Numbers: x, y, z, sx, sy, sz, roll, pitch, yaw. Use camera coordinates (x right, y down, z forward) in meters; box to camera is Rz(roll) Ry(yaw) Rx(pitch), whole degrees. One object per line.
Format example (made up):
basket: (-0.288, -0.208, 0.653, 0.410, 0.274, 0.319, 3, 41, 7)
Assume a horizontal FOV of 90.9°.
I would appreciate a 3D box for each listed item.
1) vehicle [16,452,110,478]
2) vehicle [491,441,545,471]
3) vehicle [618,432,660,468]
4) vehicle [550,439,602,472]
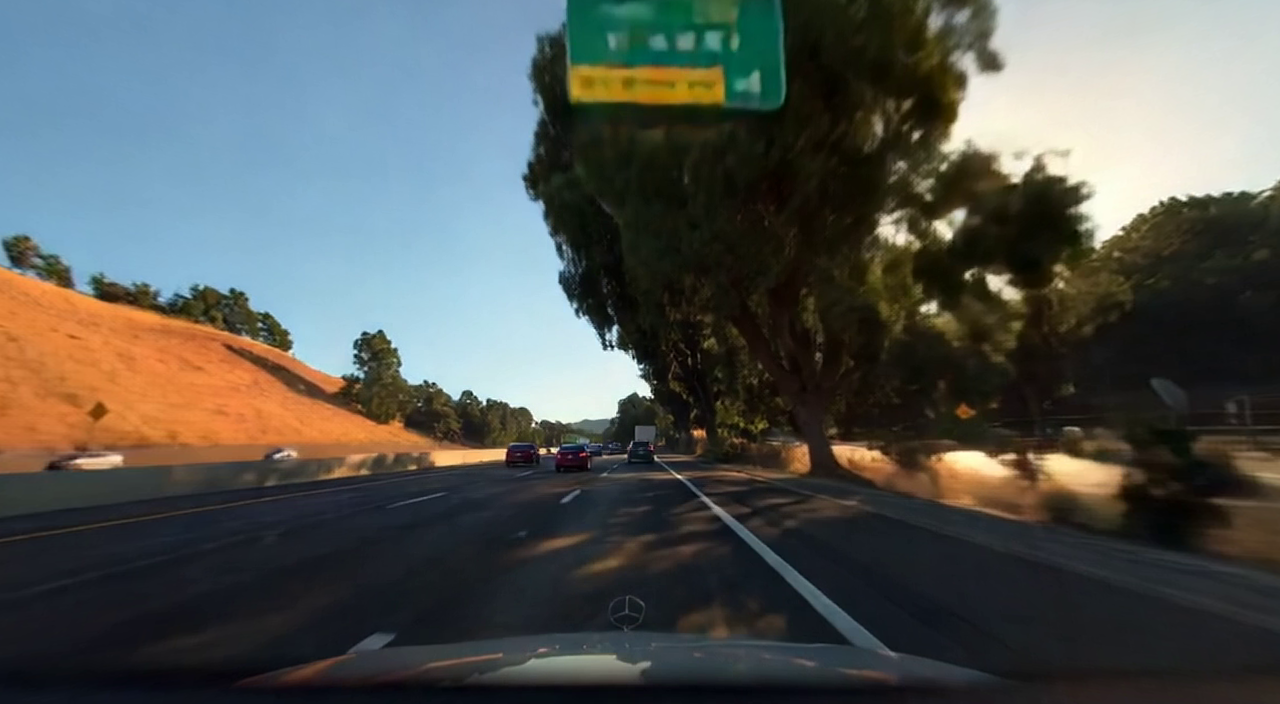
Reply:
vehicle: (-37.546, 7.318, 41.201, 1.956, 1.551, 4.516, 0, -8, -1)
vehicle: (-6.779, 5.836, 35.609, 2.009, 1.519, 4.697, 0, -8, 1)
vehicle: (-0.042, 5.721, 36.819, 2.309, 1.915, 5.130, 0, -8, 0)
vehicle: (-3.292, 5.457, 33.447, 2.139, 1.589, 5.102, 0, -8, 1)
